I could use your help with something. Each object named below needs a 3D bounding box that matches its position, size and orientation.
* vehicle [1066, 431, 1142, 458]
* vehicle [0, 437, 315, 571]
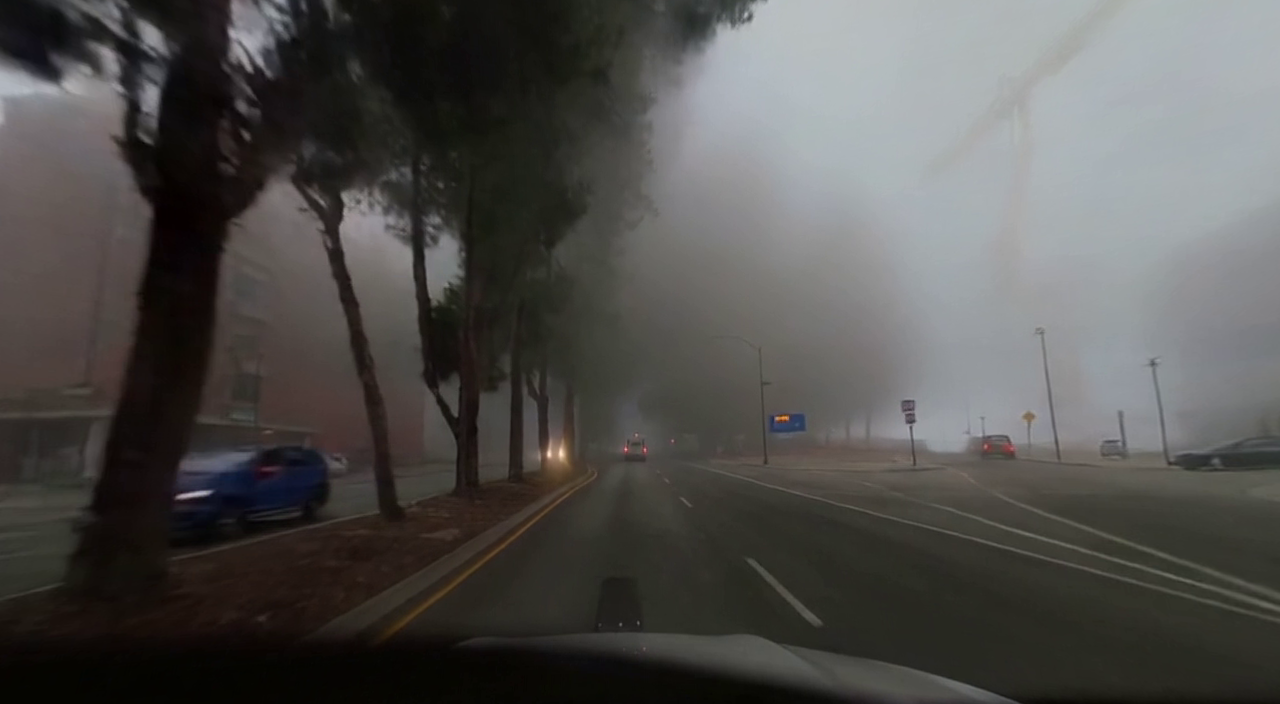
[{"bbox_3d":[35.801,7.133,48.787,4.710,1.864,1.949,-1,-8,-14],"label":"vehicle"},{"bbox_3d":[-7.580,2.317,10.508,2.008,1.701,4.430,0,-9,-1],"label":"vehicle"}]
